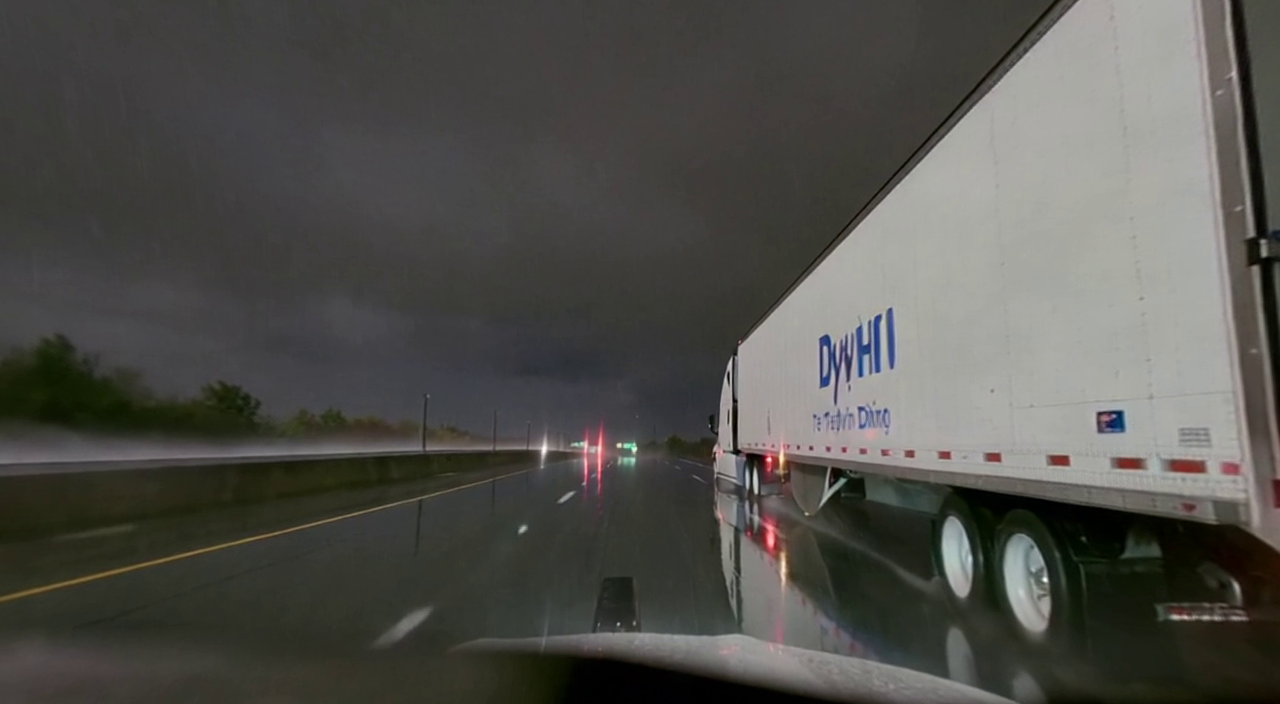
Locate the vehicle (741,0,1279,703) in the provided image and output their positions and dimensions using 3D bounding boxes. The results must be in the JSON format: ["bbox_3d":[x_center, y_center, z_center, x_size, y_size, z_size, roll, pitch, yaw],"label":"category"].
[{"bbox_3d":[3.914,0.573,8.867,2.962,4.132,12.720,0,-8,0],"label":"vehicle"}]
